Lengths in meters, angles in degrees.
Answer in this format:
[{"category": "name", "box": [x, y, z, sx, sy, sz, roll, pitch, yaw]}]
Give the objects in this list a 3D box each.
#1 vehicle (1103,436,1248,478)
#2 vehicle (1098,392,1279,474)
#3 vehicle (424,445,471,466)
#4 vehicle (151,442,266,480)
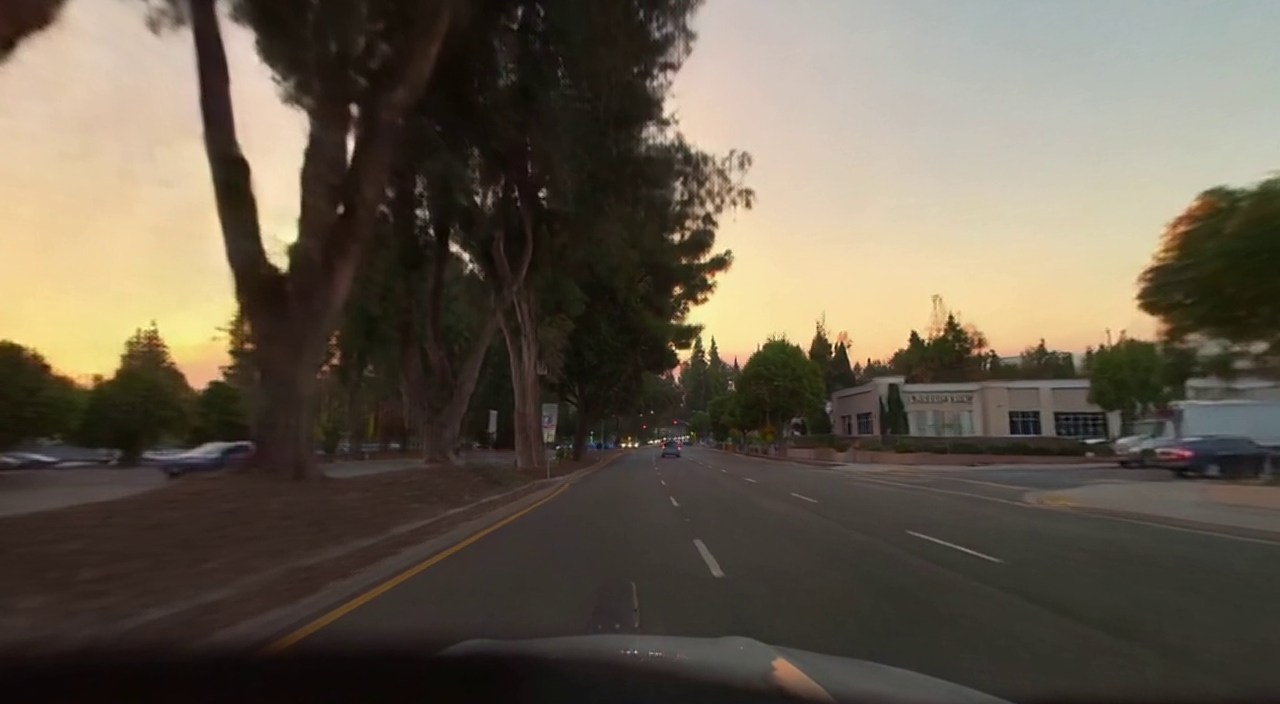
[{"category": "vehicle", "box": [21.666, 4.241, 25.656, 4.319, 1.624, 1.988, 1, -9, -7]}, {"category": "vehicle", "box": [29.910, 3.986, 31.696, 11.456, 3.682, 3.010, -2, -7, -2]}, {"category": "vehicle", "box": [-14.354, 7.727, 47.388, 1.967, 1.453, 4.539, 0, -9, 2]}, {"category": "vehicle", "box": [-18.310, 4.632, 27.084, 1.881, 1.507, 4.234, 0, -9, 0]}]
